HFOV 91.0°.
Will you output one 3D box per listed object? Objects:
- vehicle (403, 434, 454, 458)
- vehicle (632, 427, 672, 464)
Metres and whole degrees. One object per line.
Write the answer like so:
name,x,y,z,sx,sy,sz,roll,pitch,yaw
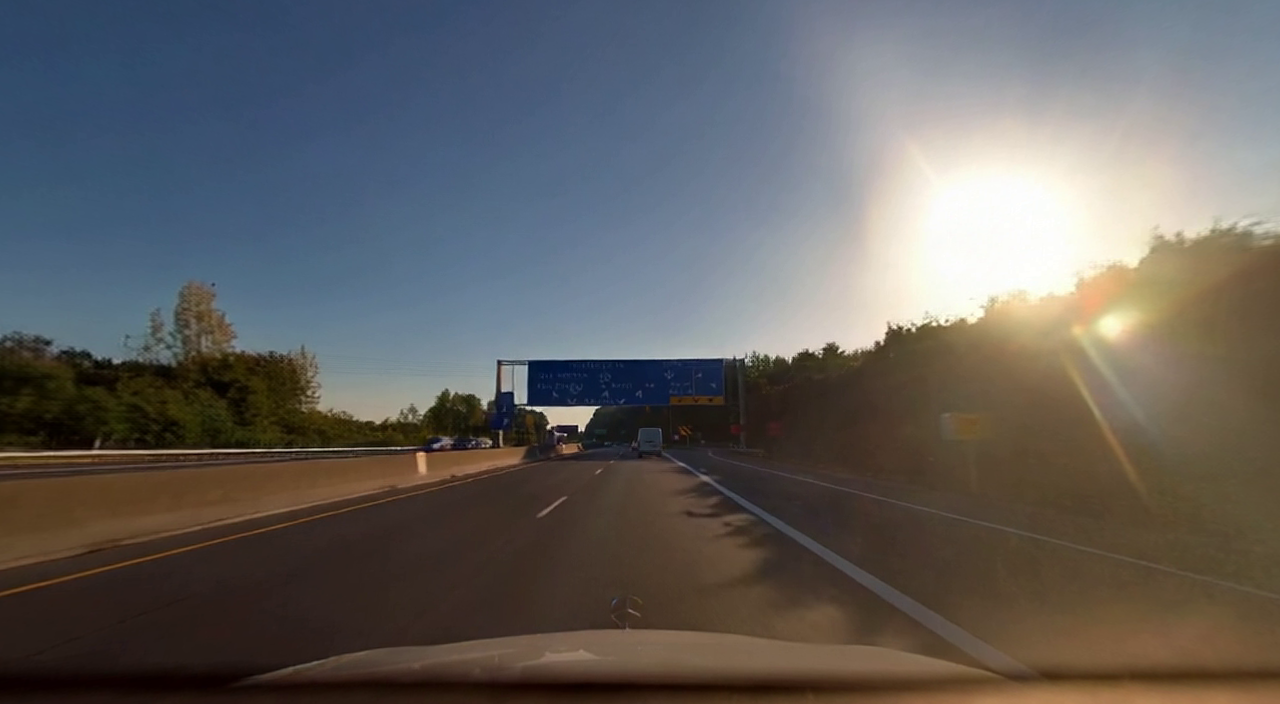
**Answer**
vehicle,-16.087,7.200,48.152,1.994,1.747,4.842,0,-8,2
vehicle,0.717,5.813,39.058,2.277,2.109,4.922,0,-8,0
